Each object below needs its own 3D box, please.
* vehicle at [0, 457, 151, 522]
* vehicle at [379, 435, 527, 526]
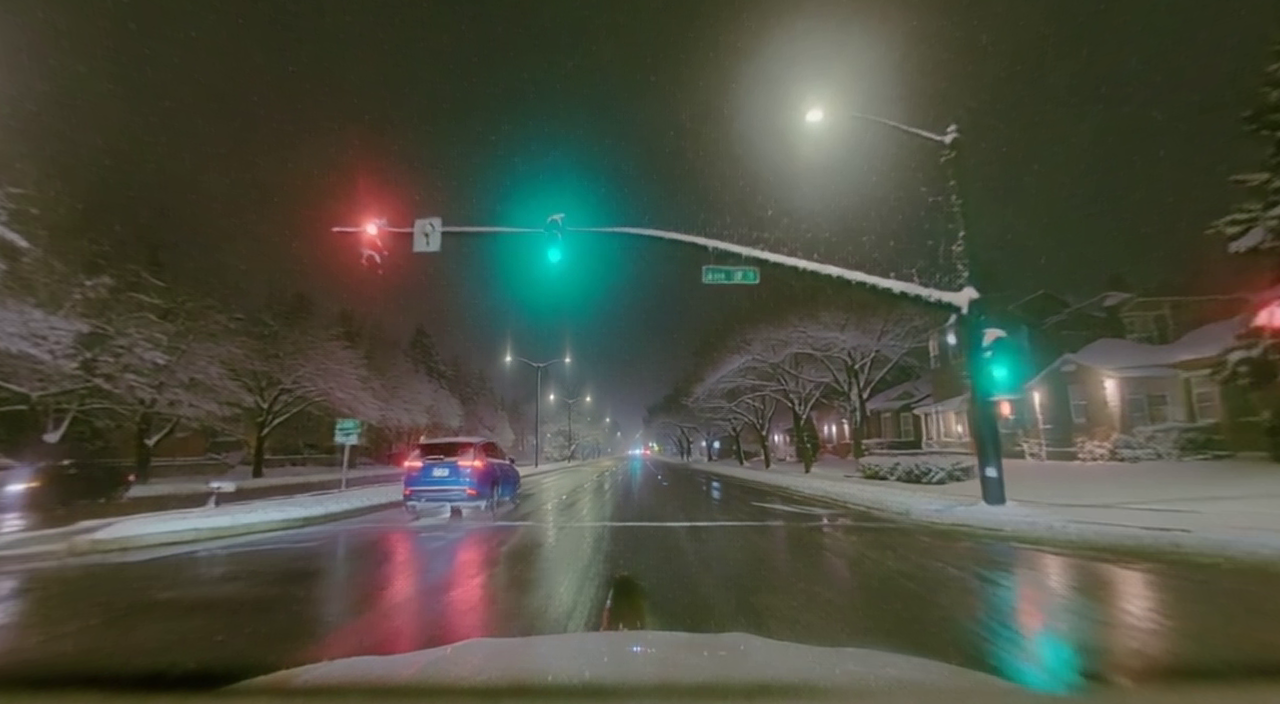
[{"bbox_3d":[-16.565,3.737,17.737,1.941,1.495,4.713,0,-8,-1],"label":"vehicle"},{"bbox_3d":[-3.978,2.796,14.335,1.993,1.733,4.262,0,-8,1],"label":"vehicle"}]
